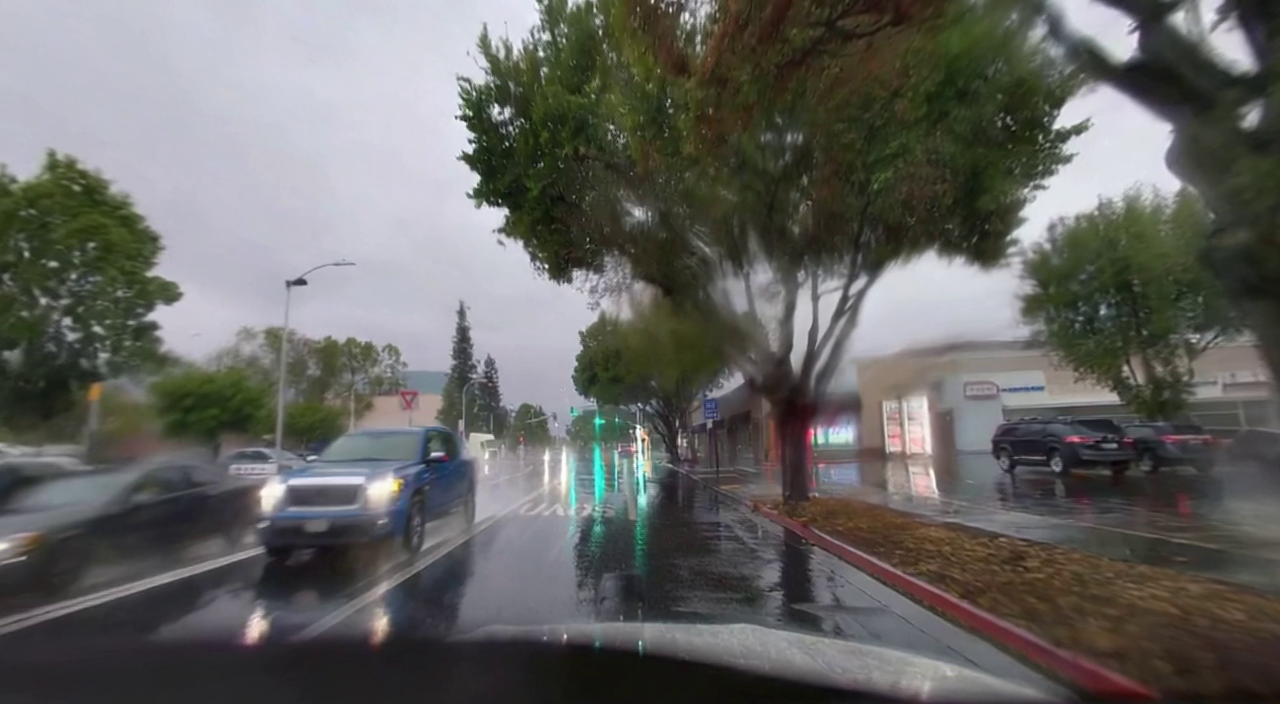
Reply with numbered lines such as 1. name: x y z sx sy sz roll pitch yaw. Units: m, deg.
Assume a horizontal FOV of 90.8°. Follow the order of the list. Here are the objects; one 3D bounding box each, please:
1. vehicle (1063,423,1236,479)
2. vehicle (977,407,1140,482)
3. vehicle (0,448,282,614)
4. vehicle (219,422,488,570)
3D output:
1. vehicle: 15.300 3.012 19.320 1.989 1.530 4.014 0 -8 2
2. vehicle: 12.690 2.878 19.609 2.112 2.050 4.327 0 -8 2
3. vehicle: -7.242 2.113 8.549 2.150 1.598 4.587 0 -8 -1
4. vehicle: -3.886 2.009 9.633 2.136 1.704 4.349 0 -8 -2
